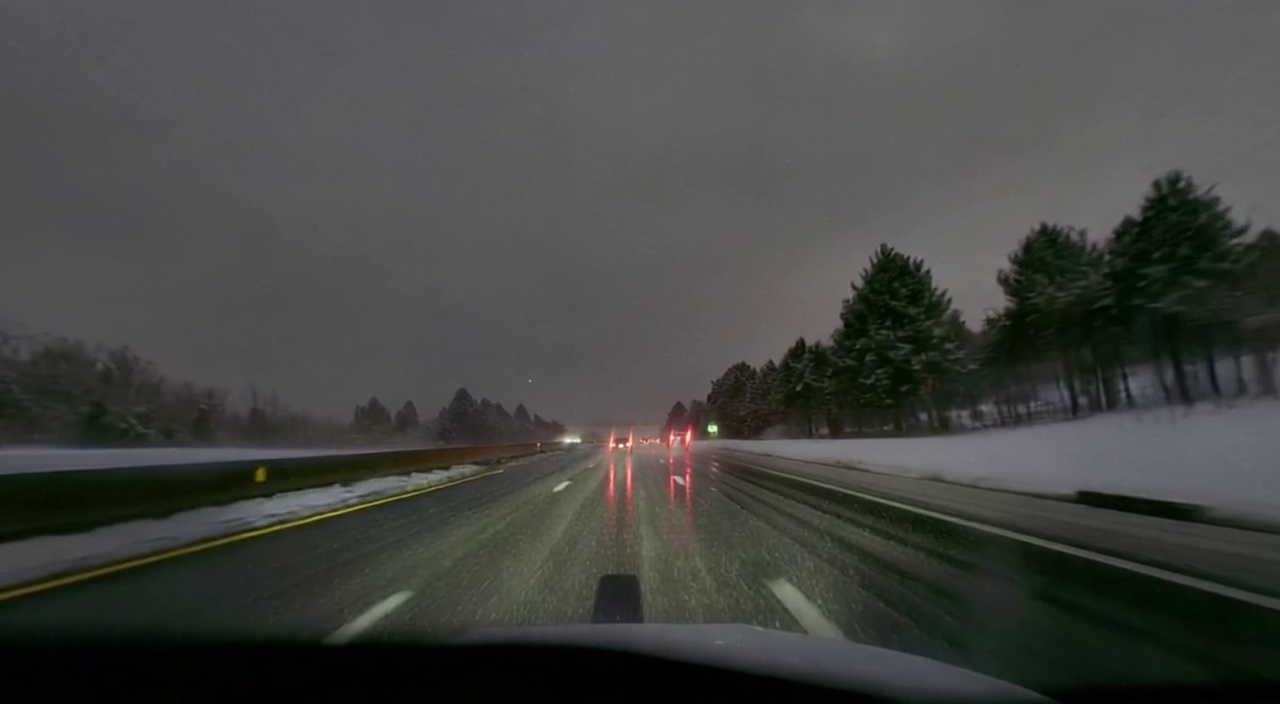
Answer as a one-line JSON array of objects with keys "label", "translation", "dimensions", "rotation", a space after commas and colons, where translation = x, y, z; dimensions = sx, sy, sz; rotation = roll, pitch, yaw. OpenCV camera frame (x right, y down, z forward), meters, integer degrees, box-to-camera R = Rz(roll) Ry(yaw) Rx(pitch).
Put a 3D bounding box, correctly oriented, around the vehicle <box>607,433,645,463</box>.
[{"label": "vehicle", "translation": [-0.780, 5.424, 35.784], "dimensions": [2.039, 1.589, 4.324], "rotation": [0, -8, -1]}]
